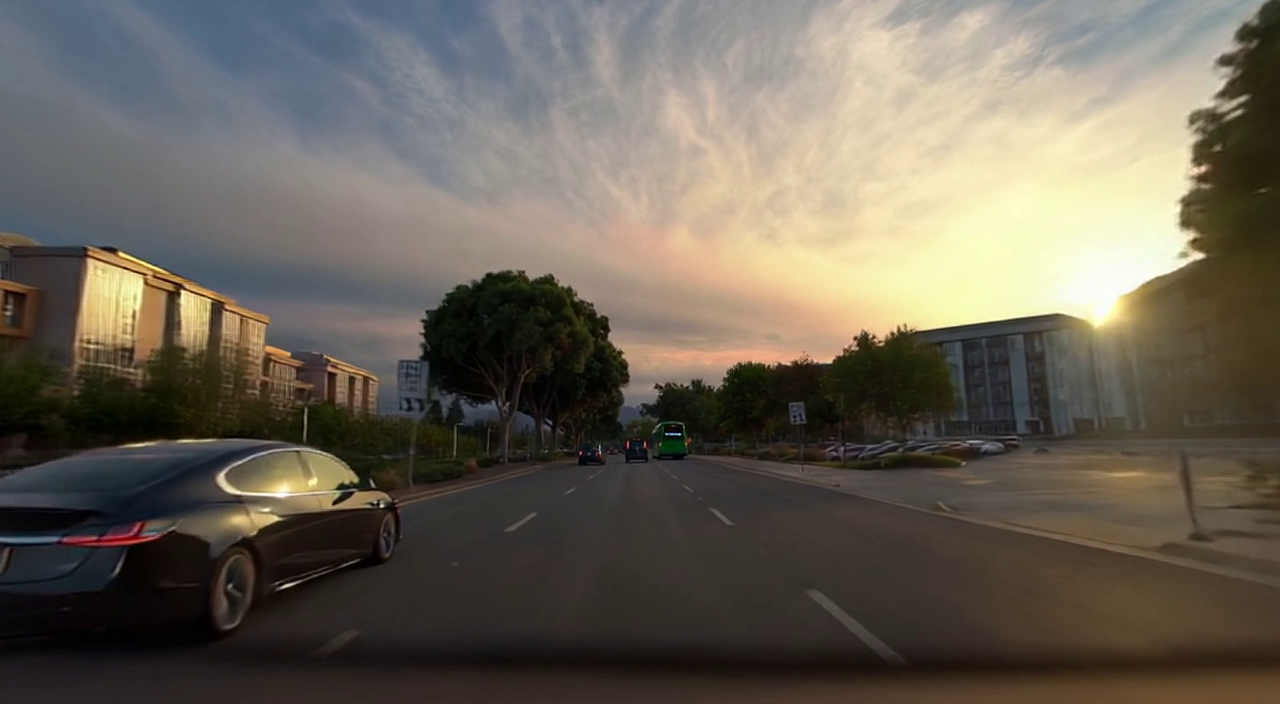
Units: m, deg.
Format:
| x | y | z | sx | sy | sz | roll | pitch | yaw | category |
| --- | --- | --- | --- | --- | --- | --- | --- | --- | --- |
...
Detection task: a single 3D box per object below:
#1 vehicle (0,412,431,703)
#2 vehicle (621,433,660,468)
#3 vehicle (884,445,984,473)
| x | y | z | sx | sy | sz | roll | pitch | yaw | category |
| --- | --- | --- | --- | --- | --- | --- | --- | --- | --- |
| -3.606 | 1.377 | 5.309 | 2.120 | 1.481 | 4.535 | 0 | -9 | 0 | vehicle |
| 0.015 | 6.397 | 41.187 | 2.336 | 2.122 | 5.207 | 0 | -9 | 0 | vehicle |
| 16.557 | 6.021 | 35.731 | 4.682 | 1.507 | 1.878 | 0 | -9 | 0 | vehicle |
